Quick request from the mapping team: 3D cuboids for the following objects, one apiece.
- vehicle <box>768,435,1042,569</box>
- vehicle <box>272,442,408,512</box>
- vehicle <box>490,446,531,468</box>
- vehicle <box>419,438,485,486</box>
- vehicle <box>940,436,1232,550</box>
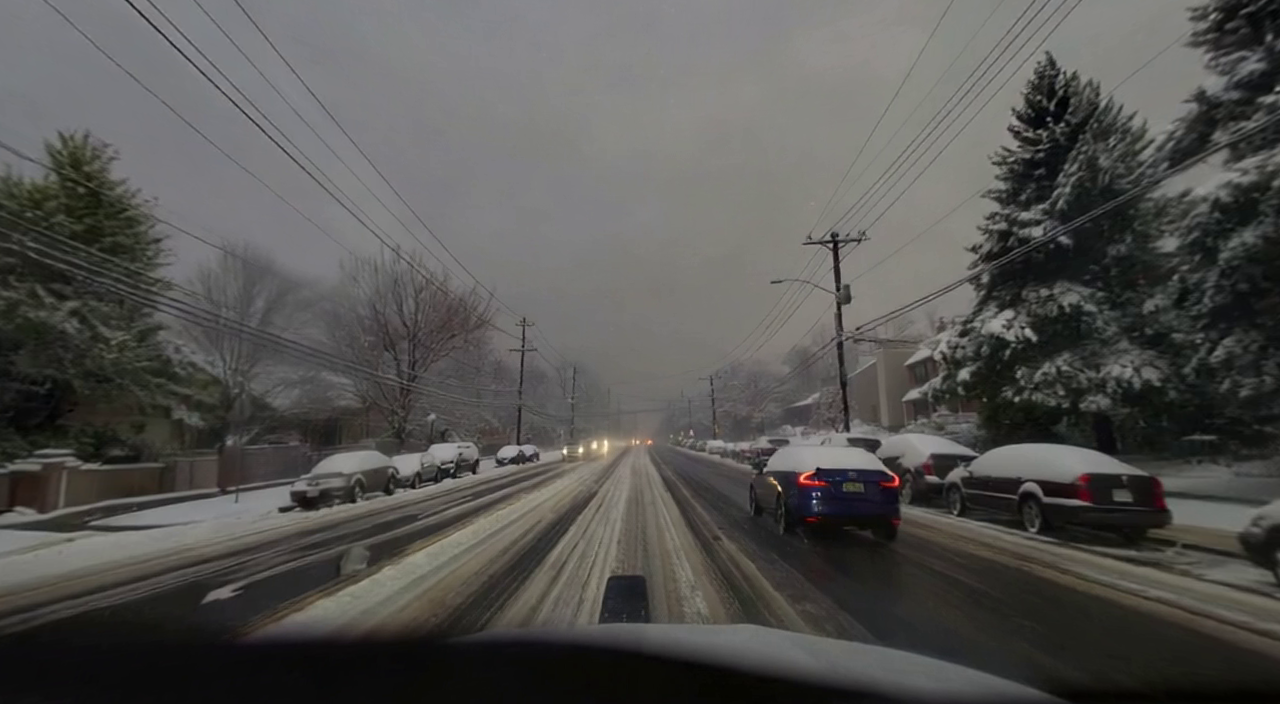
[{"bbox_3d":[3.489,2.052,9.533,2.059,1.489,4.629,0,-9,-1],"label":"vehicle"},{"bbox_3d":[-9.388,3.901,20.191,1.961,1.683,4.483,-8,-9,1],"label":"vehicle"},{"bbox_3d":[-9.295,7.560,45.661,1.944,1.524,4.404,-1,-8,1],"label":"vehicle"},{"bbox_3d":[-9.411,5.487,31.957,1.981,1.975,4.534,-3,-5,-1],"label":"vehicle"},{"bbox_3d":[7.785,2.449,11.753,2.044,1.682,4.466,0,-9,-2],"label":"vehicle"}]
